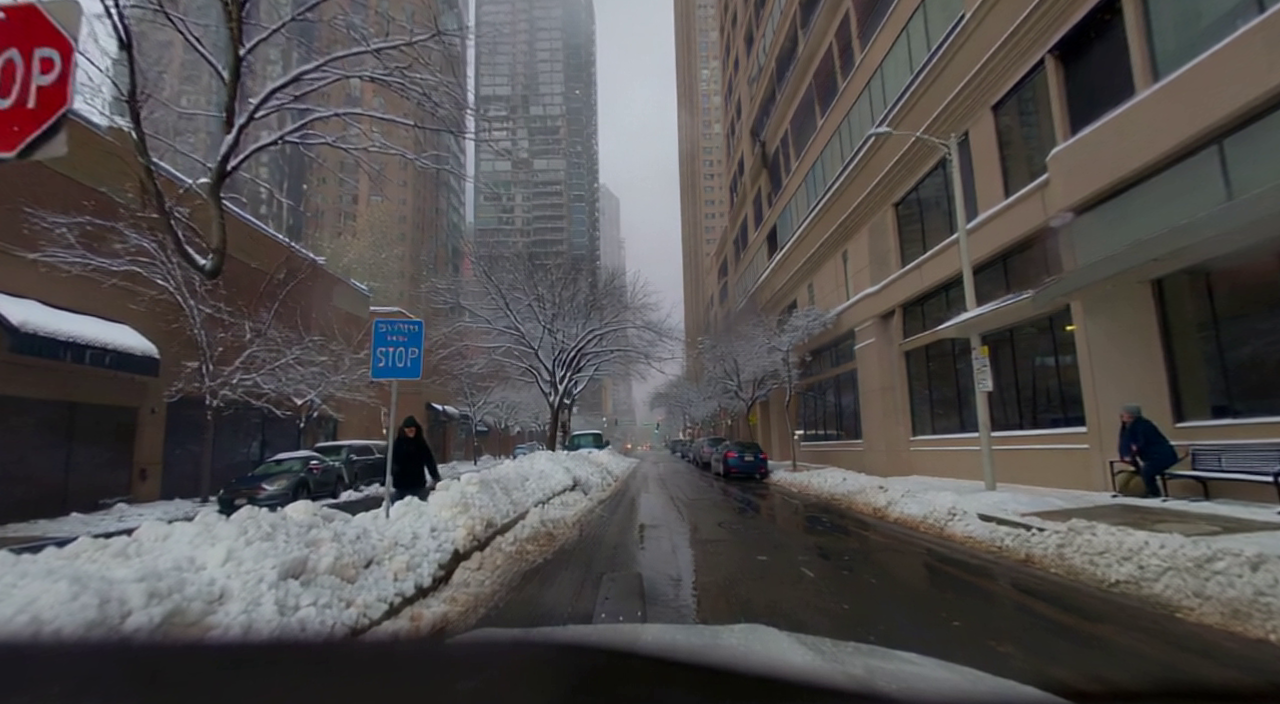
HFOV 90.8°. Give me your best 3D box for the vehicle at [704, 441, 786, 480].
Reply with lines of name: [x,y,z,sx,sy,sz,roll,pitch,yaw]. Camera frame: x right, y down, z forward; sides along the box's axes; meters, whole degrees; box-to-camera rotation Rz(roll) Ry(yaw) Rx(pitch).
vehicle: [4.576,4.604,27.096,1.858,1.491,4.329,-5,-10,33]

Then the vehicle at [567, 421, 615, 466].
vehicle: [-2.982,5.802,40.123,2.317,2.596,6.053,0,-8,3]

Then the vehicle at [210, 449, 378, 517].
vehicle: [-8.793,3.323,16.619,2.007,1.503,4.343,0,-8,-1]

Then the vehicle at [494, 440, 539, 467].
vehicle: [-8.843,7.329,45.723,2.256,1.802,4.333,0,-8,2]
